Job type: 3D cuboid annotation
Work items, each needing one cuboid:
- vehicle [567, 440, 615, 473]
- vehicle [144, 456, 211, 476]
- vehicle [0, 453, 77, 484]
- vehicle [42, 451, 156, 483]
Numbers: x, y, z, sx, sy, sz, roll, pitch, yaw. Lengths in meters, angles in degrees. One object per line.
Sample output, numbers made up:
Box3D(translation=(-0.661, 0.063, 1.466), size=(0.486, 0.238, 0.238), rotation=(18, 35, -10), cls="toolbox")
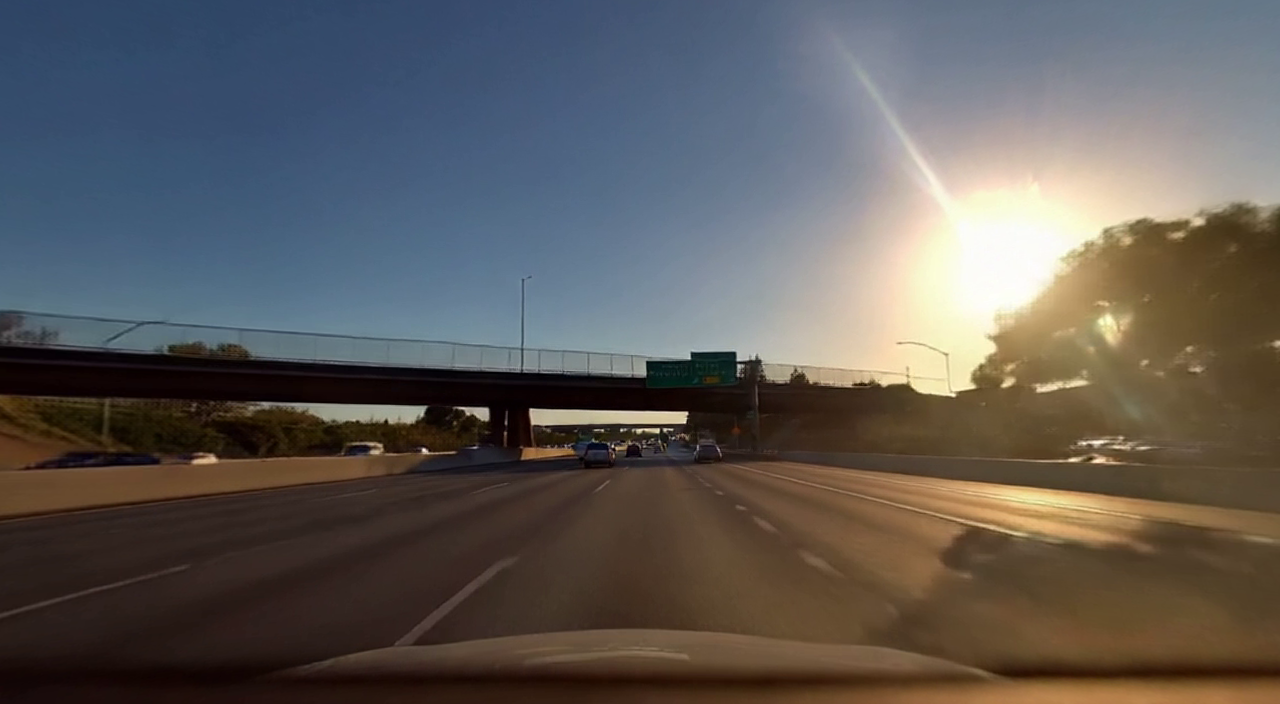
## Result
Box3D(translation=(-2.698, 5.904, 35.769), size=(2.196, 1.733, 4.355), rotation=(0, -8, 2), cls="vehicle")
Box3D(translation=(-35.307, 8.710, 48.305), size=(1.760, 1.402, 4.340), rotation=(0, -8, 2), cls="vehicle")
Box3D(translation=(-33.168, 6.214, 33.809), size=(1.879, 1.471, 4.447), rotation=(0, -8, 0), cls="vehicle")
Box3D(translation=(-27.253, 5.791, 31.981), size=(1.806, 1.450, 4.352), rotation=(0, -8, 2), cls="vehicle")
